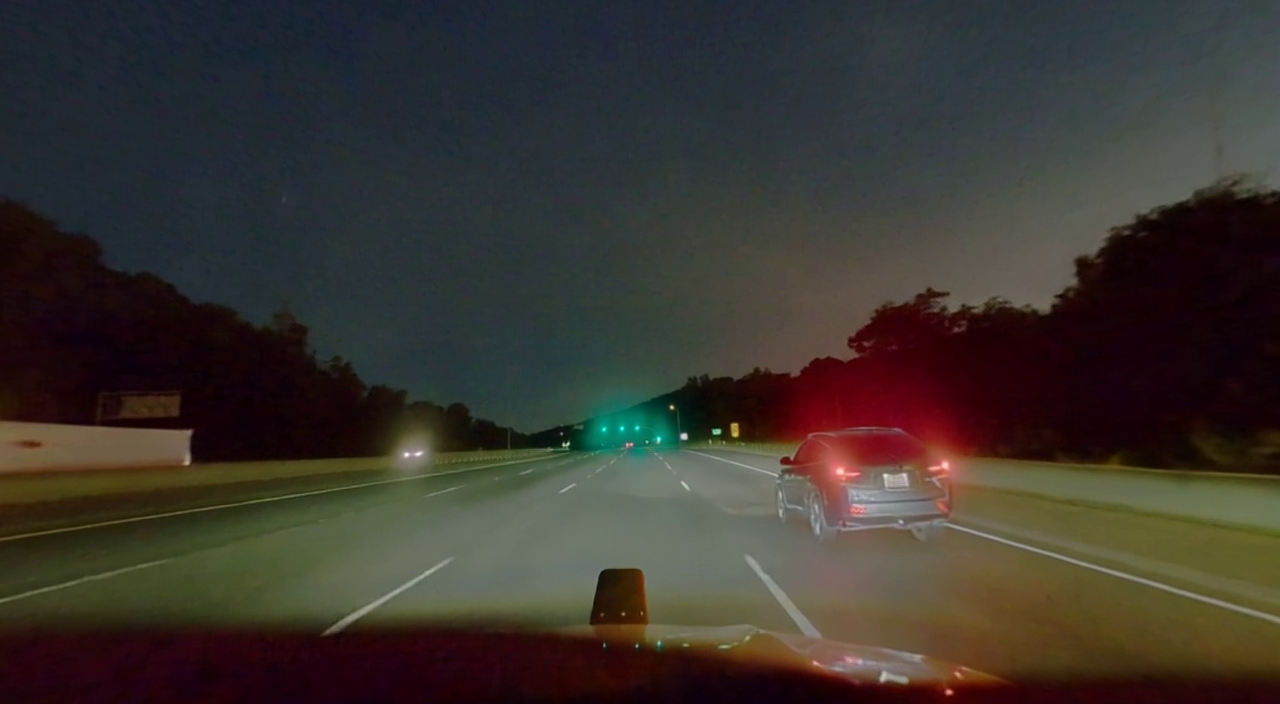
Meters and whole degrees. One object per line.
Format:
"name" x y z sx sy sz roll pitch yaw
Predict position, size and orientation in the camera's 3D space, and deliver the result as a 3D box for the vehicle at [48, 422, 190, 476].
"vehicle" -35.304 6.610 43.256 2.651 3.367 7.994 0 -8 2
